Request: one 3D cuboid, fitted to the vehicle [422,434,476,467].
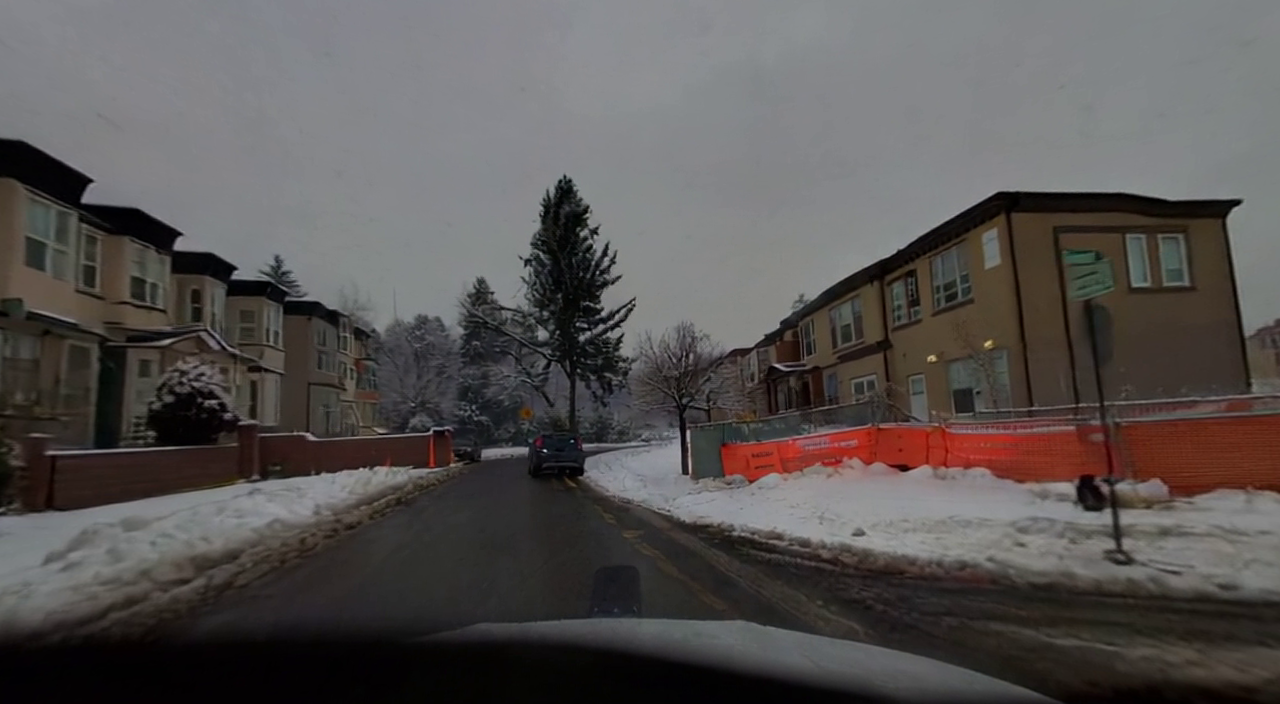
[{"bbox_3d":[-9.536,4.918,31.726,1.834,1.543,3.497,0,-7,-4],"label":"vehicle"}]

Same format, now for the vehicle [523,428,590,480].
[{"bbox_3d":[-3.216,3.748,23.660,2.066,1.739,4.234,1,-8,-13],"label":"vehicle"}]
